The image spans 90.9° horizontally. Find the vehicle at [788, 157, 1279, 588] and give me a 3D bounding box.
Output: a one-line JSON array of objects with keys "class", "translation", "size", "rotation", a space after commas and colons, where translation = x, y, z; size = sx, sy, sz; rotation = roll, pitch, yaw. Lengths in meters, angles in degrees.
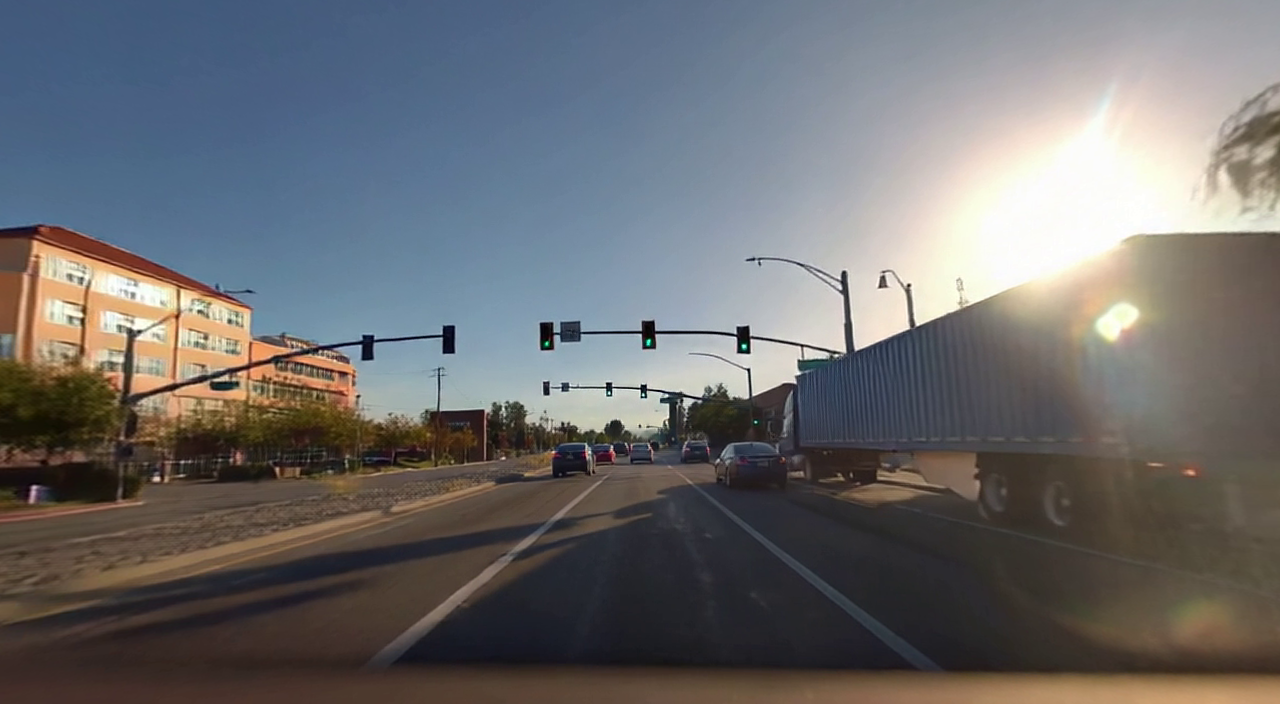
[{"class": "vehicle", "translation": [7.266, 1.387, 14.844], "size": [3.383, 4.268, 17.469], "rotation": [0, -9, 0]}]

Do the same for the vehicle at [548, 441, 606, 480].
[{"class": "vehicle", "translation": [-2.664, 4.695, 27.565], "size": [2.003, 1.509, 4.396], "rotation": [0, -8, 1]}]

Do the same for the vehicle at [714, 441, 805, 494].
[{"class": "vehicle", "translation": [3.612, 3.559, 19.878], "size": [1.972, 1.452, 4.189], "rotation": [0, -8, -1]}]

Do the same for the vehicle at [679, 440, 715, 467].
[{"class": "vehicle", "translation": [3.779, 6.799, 42.385], "size": [2.050, 1.683, 3.990], "rotation": [0, -8, 0]}]

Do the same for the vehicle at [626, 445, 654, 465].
[{"class": "vehicle", "translation": [0.015, 7.868, 48.440], "size": [2.020, 1.461, 4.326], "rotation": [0, -8, 0]}]
